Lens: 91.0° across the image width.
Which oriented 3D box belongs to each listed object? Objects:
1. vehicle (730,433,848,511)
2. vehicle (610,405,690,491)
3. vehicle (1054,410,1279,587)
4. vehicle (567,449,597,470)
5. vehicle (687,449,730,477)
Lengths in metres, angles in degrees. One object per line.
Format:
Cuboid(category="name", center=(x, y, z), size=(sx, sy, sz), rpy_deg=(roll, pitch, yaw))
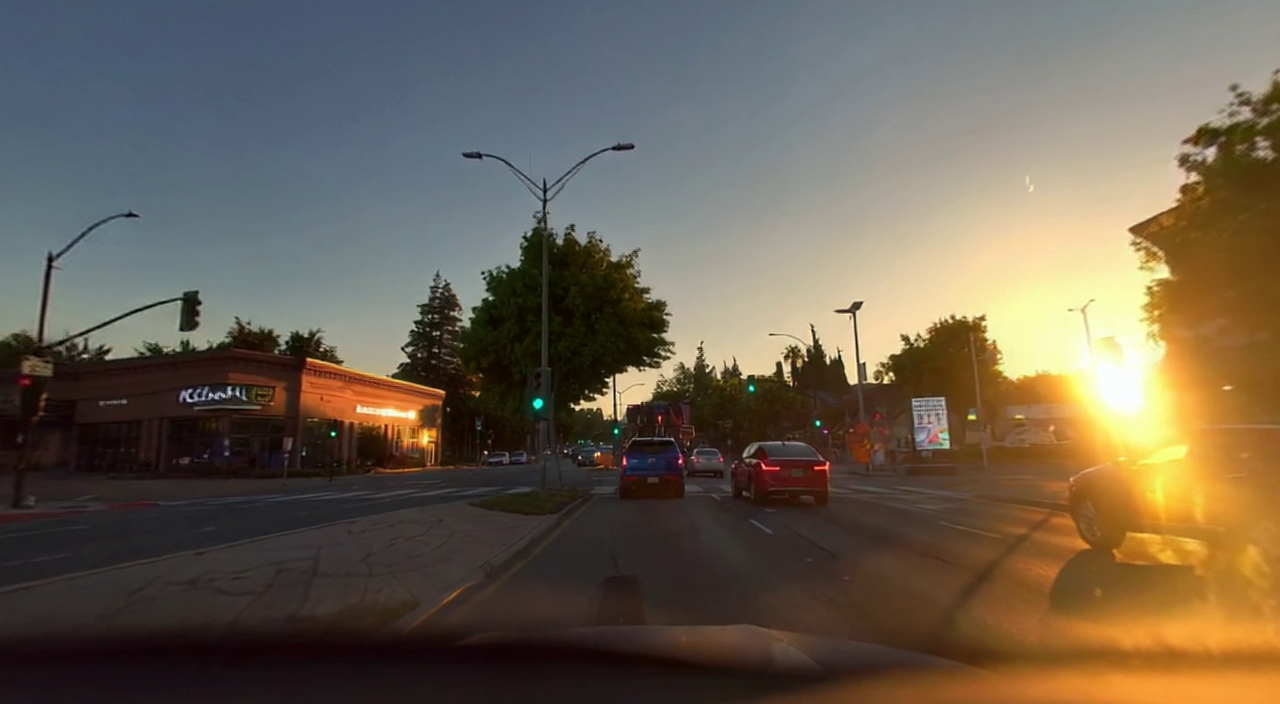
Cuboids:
Cuboid(category="vehicle", center=(3.691, 3.053, 16.502), size=(2.025, 1.754, 4.311), rpy_deg=(0, -8, 0))
Cuboid(category="vehicle", center=(0.332, 3.209, 21.306), size=(2.370, 2.518, 3.858), rpy_deg=(-2, -8, 1))
Cuboid(category="vehicle", center=(7.171, 1.564, 7.079), size=(1.982, 1.698, 4.408), rpy_deg=(0, -8, 0))
Cuboid(category="vehicle", center=(-4.381, 8.157, 48.030), size=(2.001, 1.518, 4.316), rpy_deg=(0, -8, -1))
Cuboid(category="vehicle", center=(3.988, 6.536, 37.379), size=(1.967, 1.515, 4.378), rpy_deg=(0, -8, -1))
